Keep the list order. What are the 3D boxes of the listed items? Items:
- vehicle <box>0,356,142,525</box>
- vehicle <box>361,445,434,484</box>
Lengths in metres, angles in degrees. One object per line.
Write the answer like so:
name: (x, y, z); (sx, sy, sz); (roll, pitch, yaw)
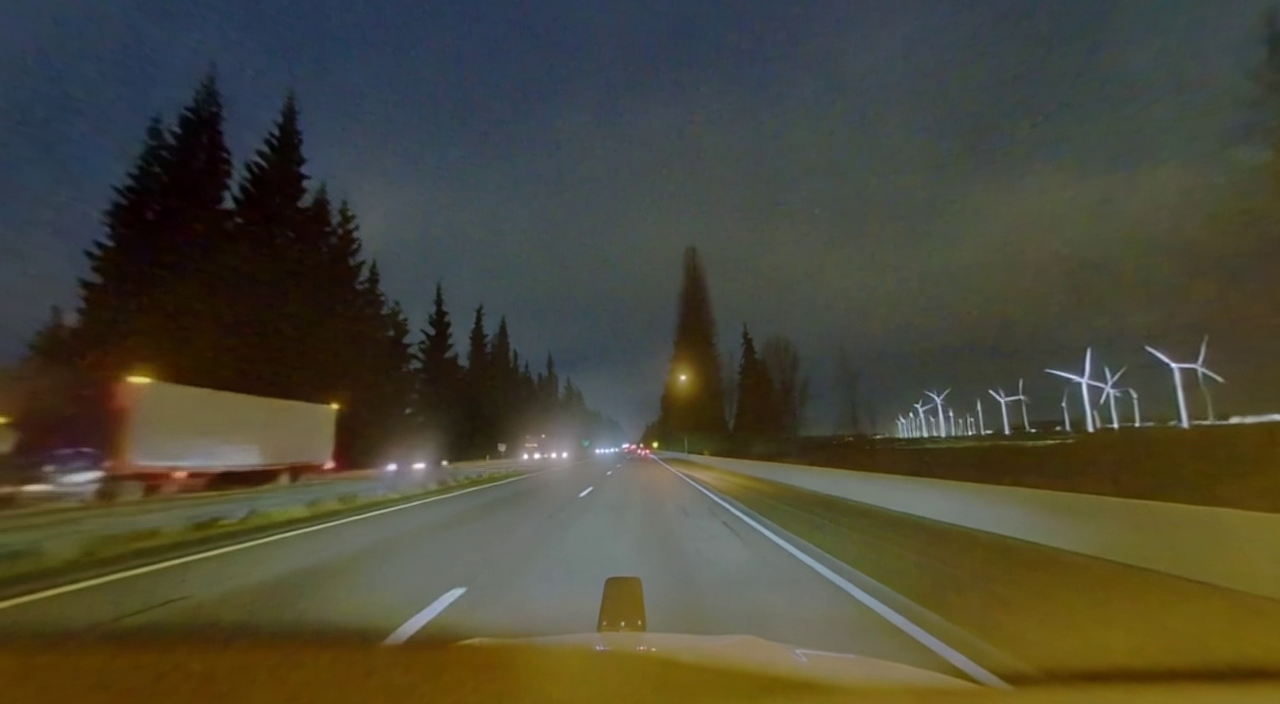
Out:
vehicle: (-16.524, 2.234, 15.720); (3.031, 3.931, 6.017); (0, -9, 0)
vehicle: (-12.117, 5.660, 31.820); (1.925, 1.809, 4.234); (0, -9, 0)
